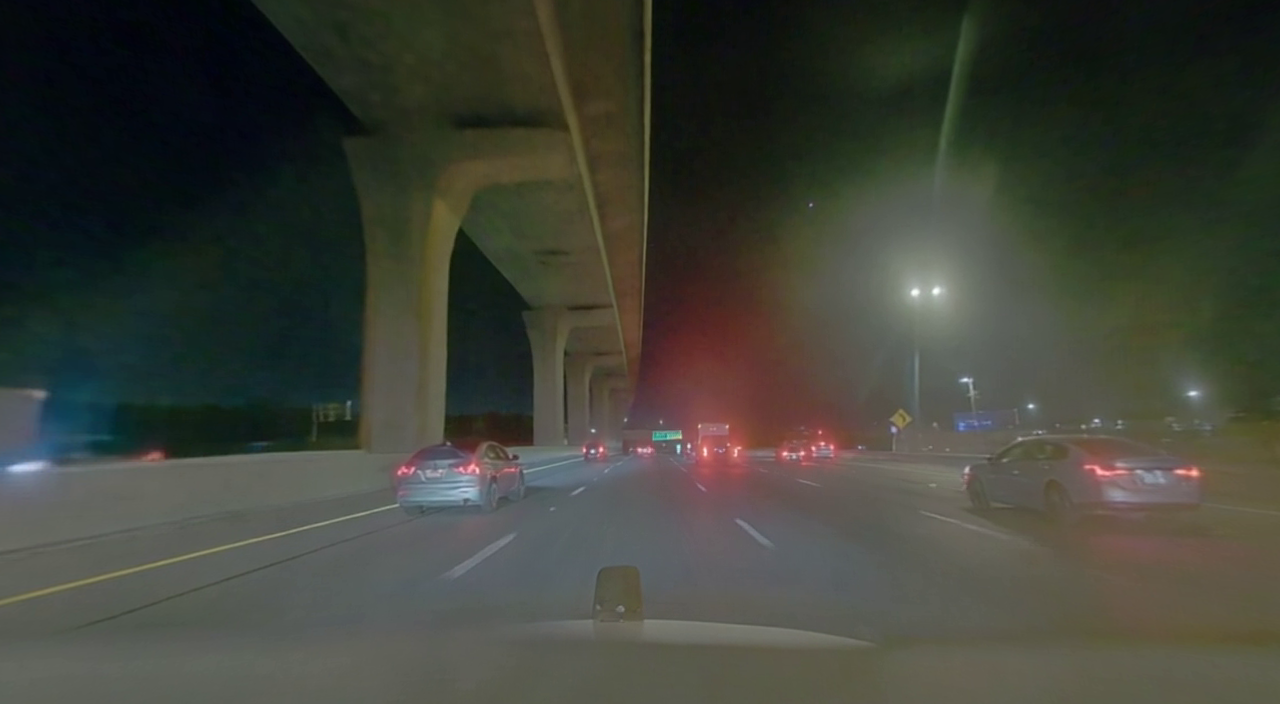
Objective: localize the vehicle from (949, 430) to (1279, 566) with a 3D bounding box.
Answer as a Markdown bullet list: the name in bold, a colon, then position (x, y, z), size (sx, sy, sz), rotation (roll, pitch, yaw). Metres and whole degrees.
- **vehicle**: position (6.542, 1.929, 9.128), size (1.989, 1.472, 4.322), rotation (0, -8, 1)

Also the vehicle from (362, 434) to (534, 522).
- **vehicle**: position (-3.651, 2.489, 13.102), size (1.997, 1.476, 4.703), rotation (0, -8, 1)

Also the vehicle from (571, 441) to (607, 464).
- **vehicle**: position (-3.505, 6.974, 43.911), size (2.047, 1.464, 4.387), rotation (0, -8, 1)

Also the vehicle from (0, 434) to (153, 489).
- **vehicle**: position (-23.819, 4.444, 26.152), size (2.403, 1.981, 6.428), rotation (0, -8, -3)

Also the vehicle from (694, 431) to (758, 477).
- **vehicle**: position (3.538, 4.307, 26.855), size (2.072, 1.761, 4.242), rotation (0, -8, -1)

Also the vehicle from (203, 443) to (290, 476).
- **vehicle**: position (-20.043, 5.481, 32.406), size (1.857, 1.535, 4.382), rotation (0, -9, -4)
